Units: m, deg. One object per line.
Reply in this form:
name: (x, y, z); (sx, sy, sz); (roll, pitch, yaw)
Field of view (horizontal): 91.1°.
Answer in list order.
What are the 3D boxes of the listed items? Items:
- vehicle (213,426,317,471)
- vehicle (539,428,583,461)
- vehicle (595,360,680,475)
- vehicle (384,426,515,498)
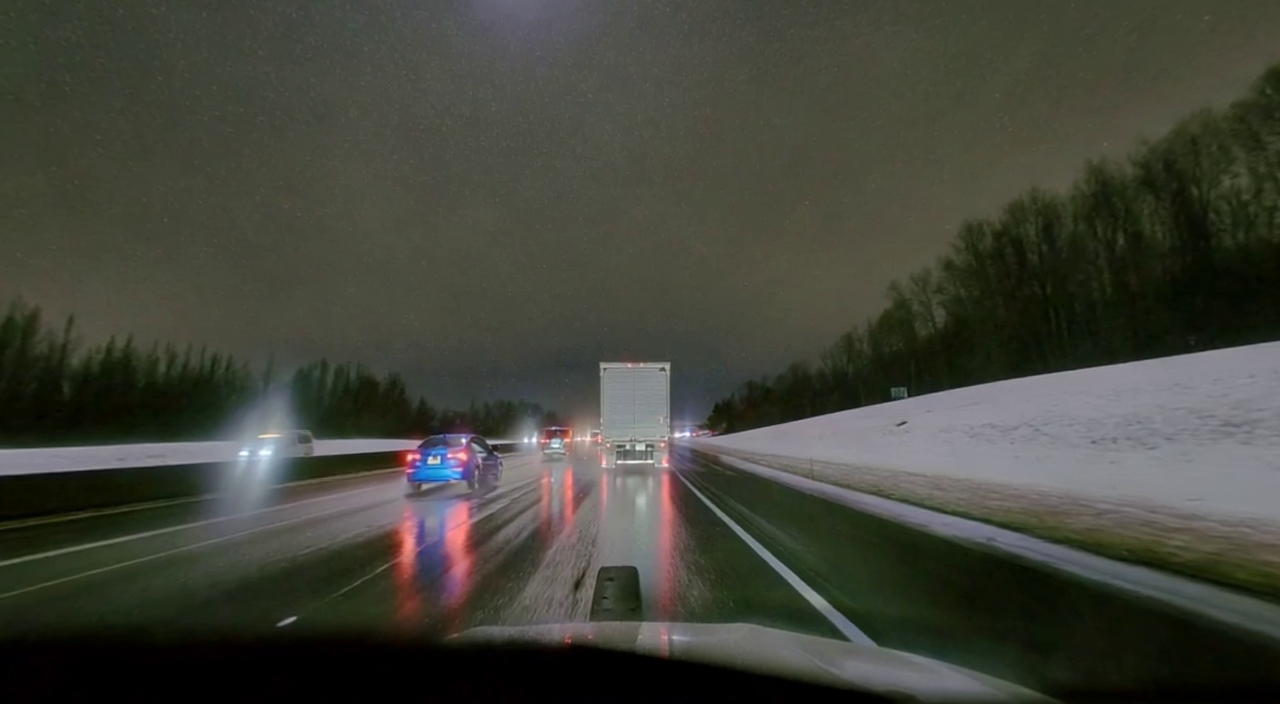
vehicle: (-18.617, 4.797, 31.550); (2.172, 2.024, 4.847); (0, -8, 1)
vehicle: (-4.616, 5.451, 37.302); (2.019, 1.834, 4.644); (0, -8, 0)
vehicle: (-0.228, 2.977, 27.258); (2.953, 4.041, 10.072); (0, -8, -2)
vehicle: (-4.612, 2.704, 15.986); (1.931, 1.539, 4.441); (0, -8, 0)
